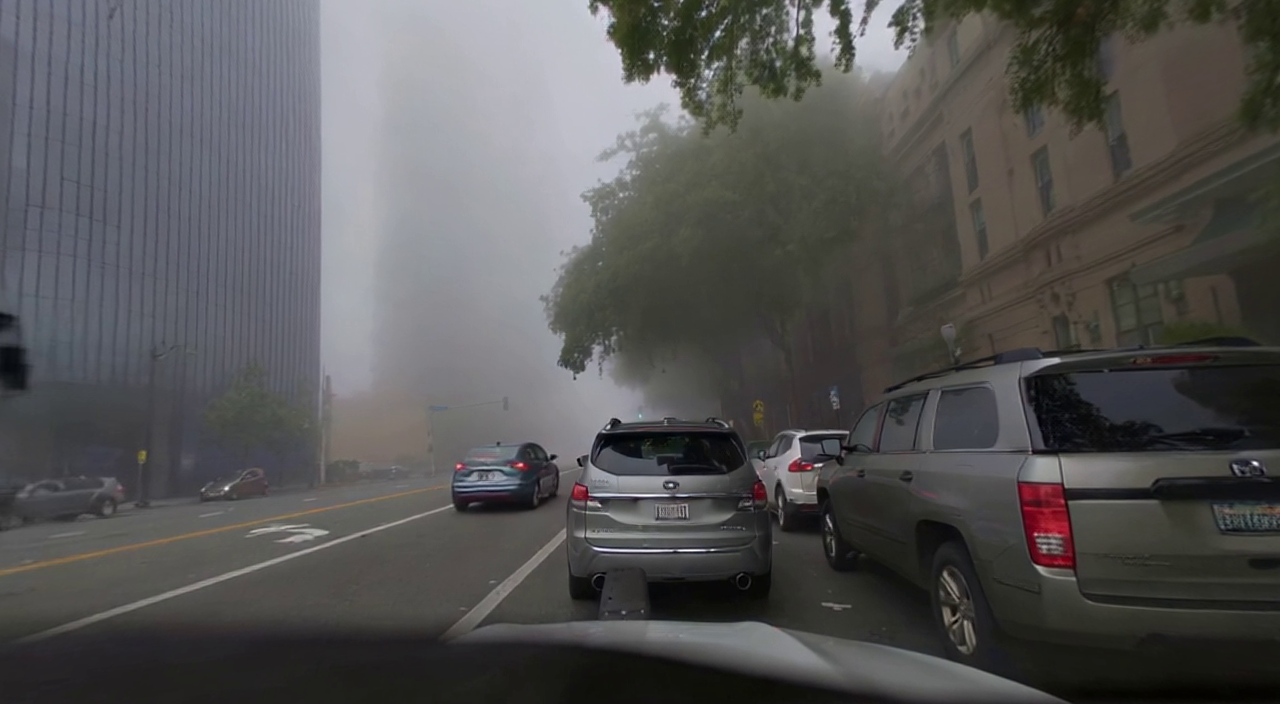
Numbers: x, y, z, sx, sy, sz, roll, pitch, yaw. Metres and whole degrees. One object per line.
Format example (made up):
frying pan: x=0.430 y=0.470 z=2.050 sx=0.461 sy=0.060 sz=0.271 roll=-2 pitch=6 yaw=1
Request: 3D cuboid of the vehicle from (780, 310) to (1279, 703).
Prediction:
vehicle: x=2.750 y=1.100 z=4.953 sx=2.117 sy=1.855 sz=4.794 roll=0 pitch=-9 yaw=-1

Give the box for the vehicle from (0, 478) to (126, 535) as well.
vehicle: x=-22.635 y=5.770 z=24.056 sx=1.975 sy=1.698 sz=4.715 roll=0 pitch=-9 yaw=2

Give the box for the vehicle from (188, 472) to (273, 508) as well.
vehicle: x=-22.627 y=7.591 z=35.032 sx=1.854 sy=1.419 sz=4.318 roll=-7 pitch=-8 yaw=0

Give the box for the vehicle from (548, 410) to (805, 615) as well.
vehicle: x=0.232 y=1.547 z=6.878 sx=2.045 sy=1.608 sz=3.573 roll=0 pitch=-9 yaw=-2

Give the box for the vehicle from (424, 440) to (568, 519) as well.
vehicle: x=-3.012 y=2.789 z=14.420 sx=2.088 sy=1.483 sz=4.708 roll=0 pitch=-9 yaw=1
